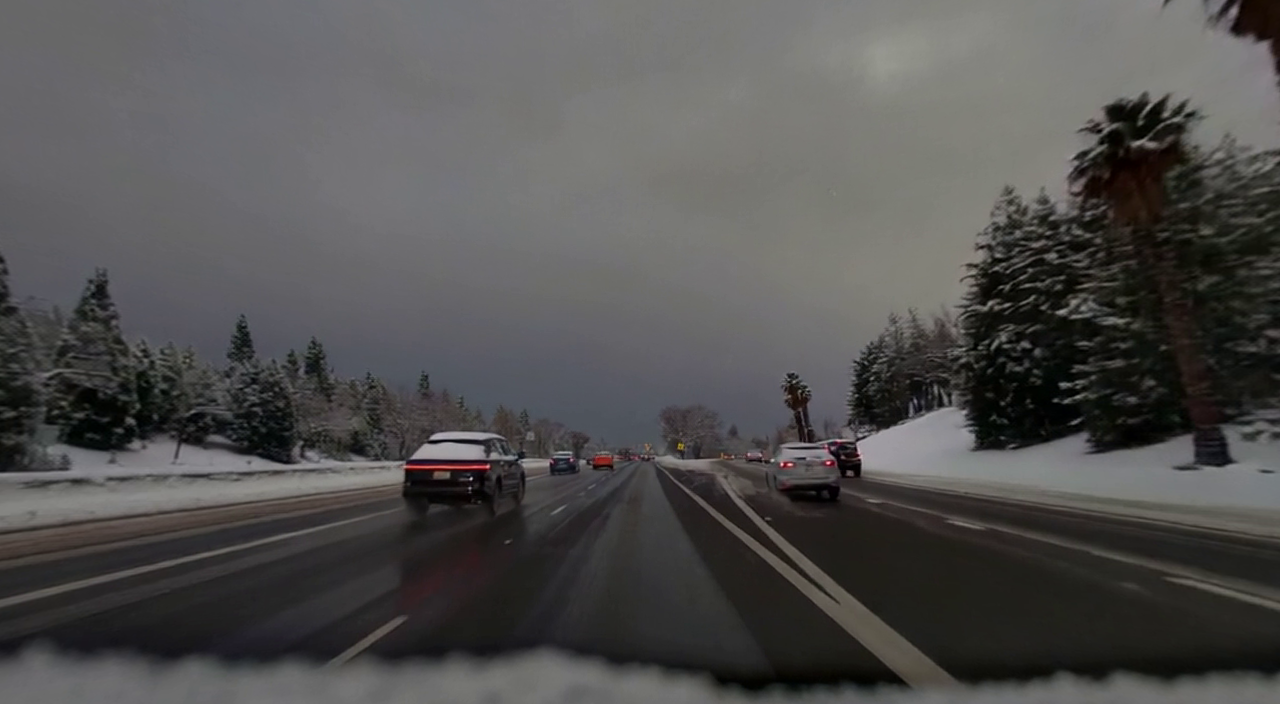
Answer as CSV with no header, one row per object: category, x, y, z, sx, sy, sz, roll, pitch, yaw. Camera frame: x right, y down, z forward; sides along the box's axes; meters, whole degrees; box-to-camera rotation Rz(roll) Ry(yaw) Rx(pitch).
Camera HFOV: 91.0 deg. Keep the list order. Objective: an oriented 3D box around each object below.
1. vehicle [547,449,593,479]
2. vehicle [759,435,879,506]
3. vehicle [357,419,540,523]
vehicle,-3.920,6.367,36.045,2.052,1.545,4.470,0,-9,1
vehicle,5.055,3.449,18.745,2.303,1.791,5.247,-1,-9,3
vehicle,-4.113,2.726,14.952,2.420,1.937,5.916,0,-9,1
